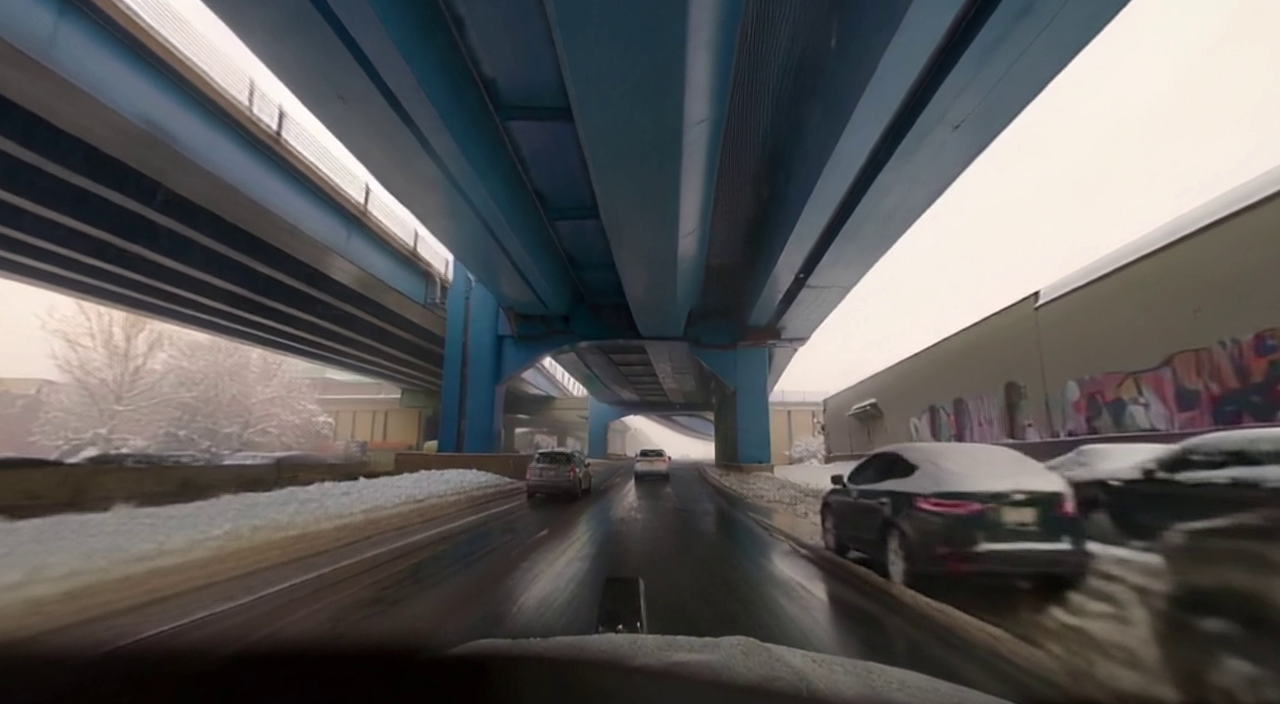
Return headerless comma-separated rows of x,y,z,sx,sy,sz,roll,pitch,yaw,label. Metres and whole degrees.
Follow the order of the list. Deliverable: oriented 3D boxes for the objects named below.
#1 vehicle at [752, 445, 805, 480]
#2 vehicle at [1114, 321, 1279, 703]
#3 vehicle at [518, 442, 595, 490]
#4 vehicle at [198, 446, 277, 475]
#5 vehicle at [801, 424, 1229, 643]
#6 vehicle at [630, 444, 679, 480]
6.905,5.524,31.817,2.023,1.627,3.971,0,-9,4,vehicle
3.336,0.575,0.872,2.043,1.796,4.242,0,-9,1,vehicle
-2.897,4.072,22.869,2.024,1.533,4.549,0,-9,2,vehicle
-27.588,7.442,43.575,2.174,1.824,4.764,1,-9,2,vehicle
3.386,1.713,7.115,2.090,1.575,4.690,0,-9,2,vehicle
0.684,5.151,29.679,2.155,1.571,3.734,0,-9,2,vehicle
